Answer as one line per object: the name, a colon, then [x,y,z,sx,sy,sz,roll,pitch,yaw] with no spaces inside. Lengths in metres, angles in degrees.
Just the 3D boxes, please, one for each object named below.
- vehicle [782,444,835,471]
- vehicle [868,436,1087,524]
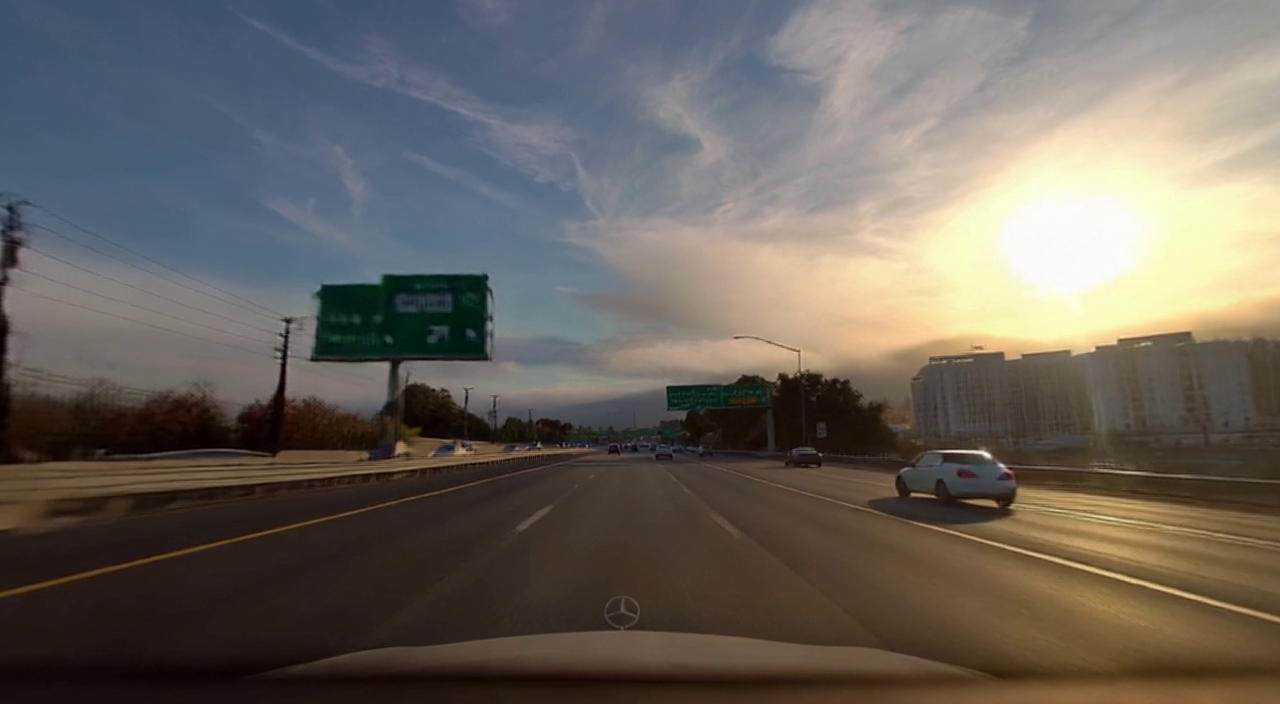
vehicle: [9.904,6.238,37.474,1.878,1.509,4.327,0,-8,-1]
vehicle: [6.748,2.587,13.427,1.861,1.500,4.860,0,-8,-2]
